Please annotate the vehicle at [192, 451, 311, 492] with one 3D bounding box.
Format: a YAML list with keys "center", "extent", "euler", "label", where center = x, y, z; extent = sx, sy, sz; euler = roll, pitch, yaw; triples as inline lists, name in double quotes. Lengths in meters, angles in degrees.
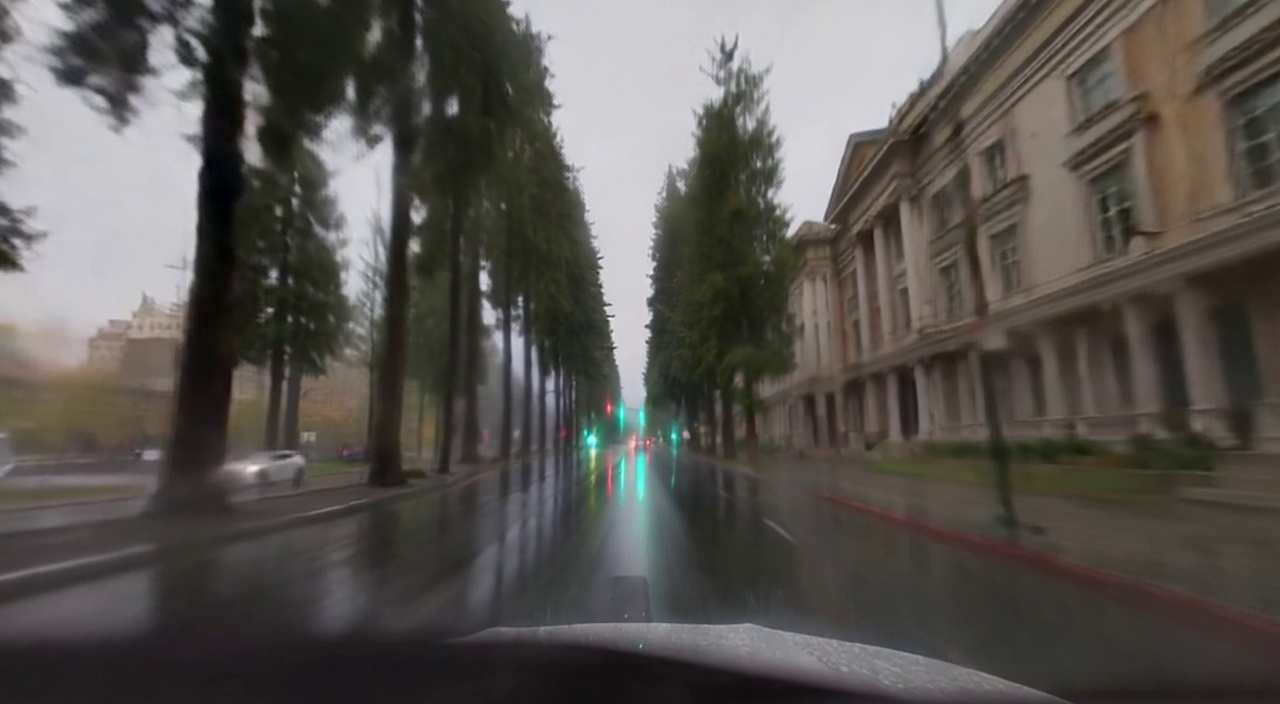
- center: [-16.117, 4.947, 26.521]
  extent: [1.872, 1.490, 4.810]
  euler: [0, -9, 1]
  label: "vehicle"
